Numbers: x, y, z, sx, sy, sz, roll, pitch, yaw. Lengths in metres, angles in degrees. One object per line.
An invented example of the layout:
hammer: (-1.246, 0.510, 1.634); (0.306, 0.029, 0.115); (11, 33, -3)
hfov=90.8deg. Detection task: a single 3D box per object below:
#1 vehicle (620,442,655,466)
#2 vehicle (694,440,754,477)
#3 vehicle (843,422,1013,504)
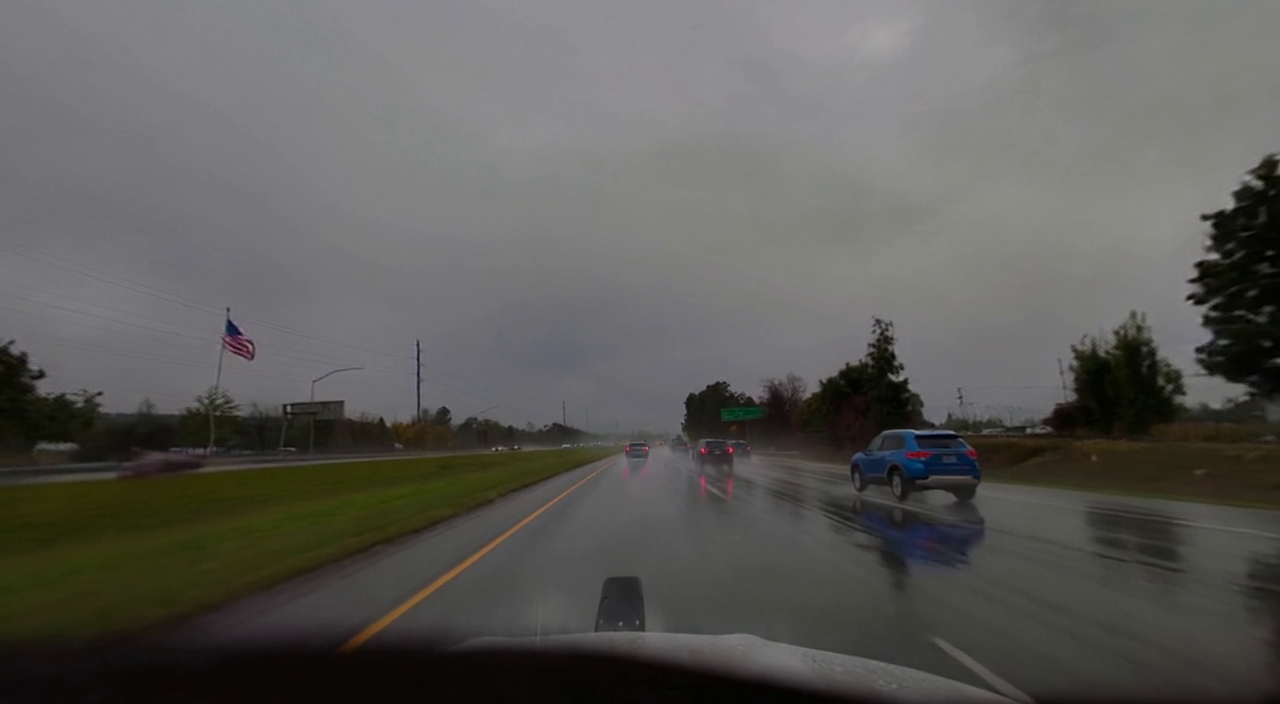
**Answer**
vehicle: (-0.179, 6.428, 40.057); (2.085, 1.449, 3.860); (0, -8, -1)
vehicle: (3.627, 4.677, 28.107); (1.978, 1.488, 4.252); (0, -8, -2)
vehicle: (7.249, 2.835, 16.615); (2.114, 1.800, 4.779); (0, -8, -1)
